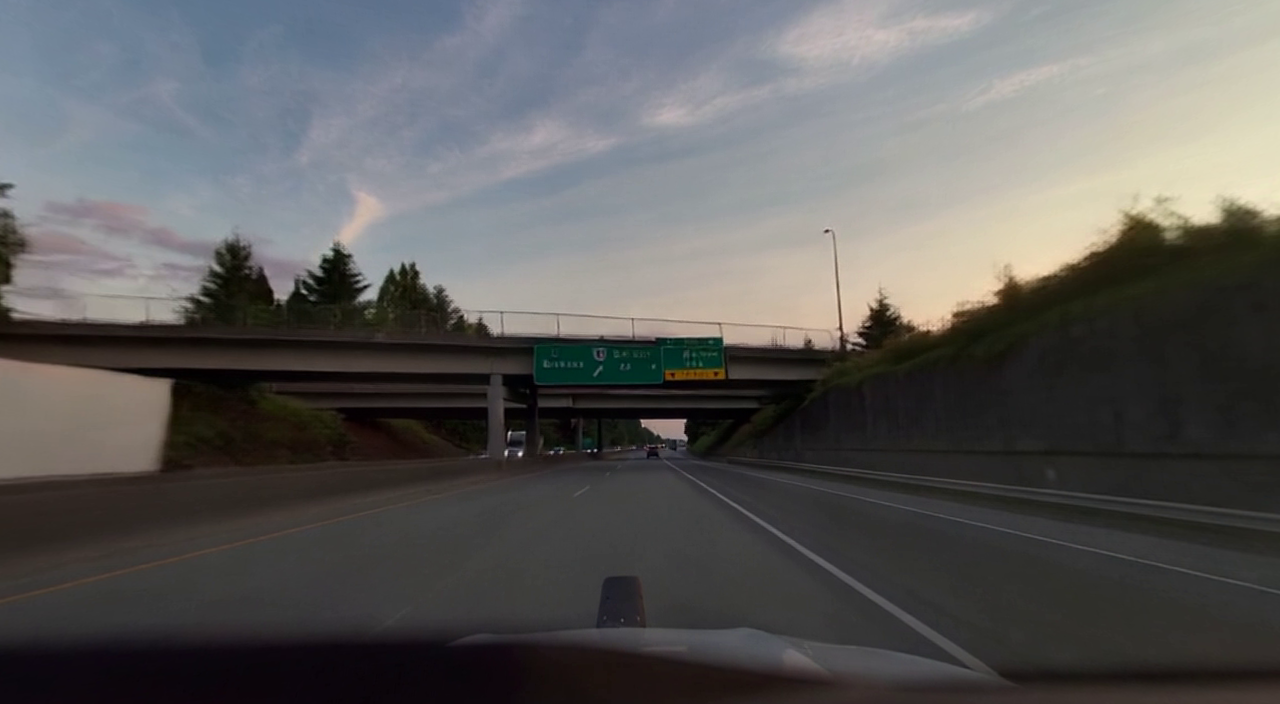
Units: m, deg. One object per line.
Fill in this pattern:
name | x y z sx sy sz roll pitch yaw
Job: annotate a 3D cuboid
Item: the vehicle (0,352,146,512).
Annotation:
vehicle | -16.863 1.649 13.416 2.895 3.804 11.880 0 -9 1
